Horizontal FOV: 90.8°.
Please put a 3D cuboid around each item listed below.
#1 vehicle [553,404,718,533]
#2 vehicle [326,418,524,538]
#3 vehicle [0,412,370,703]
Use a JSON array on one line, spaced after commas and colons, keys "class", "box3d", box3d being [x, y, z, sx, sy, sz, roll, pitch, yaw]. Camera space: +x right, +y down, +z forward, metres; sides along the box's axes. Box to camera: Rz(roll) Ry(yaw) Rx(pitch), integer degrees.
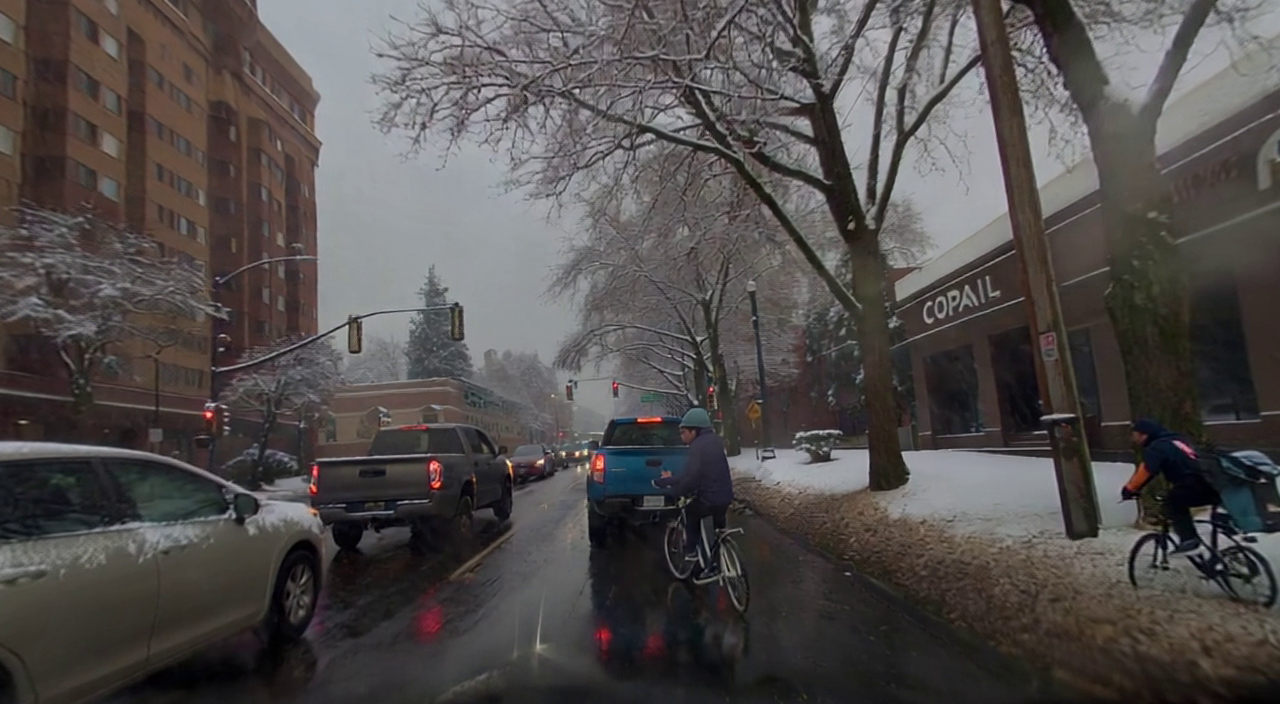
[{"class": "vehicle", "box3d": [-0.105, 2.095, 11.898, 2.426, 1.882, 5.027, 0, -9, -1]}, {"class": "vehicle", "box3d": [-3.599, 2.205, 11.642, 2.046, 1.750, 4.452, 0, -9, 0]}, {"class": "vehicle", "box3d": [-3.555, 1.172, 3.689, 2.064, 1.486, 4.140, 0, -9, 1]}]
